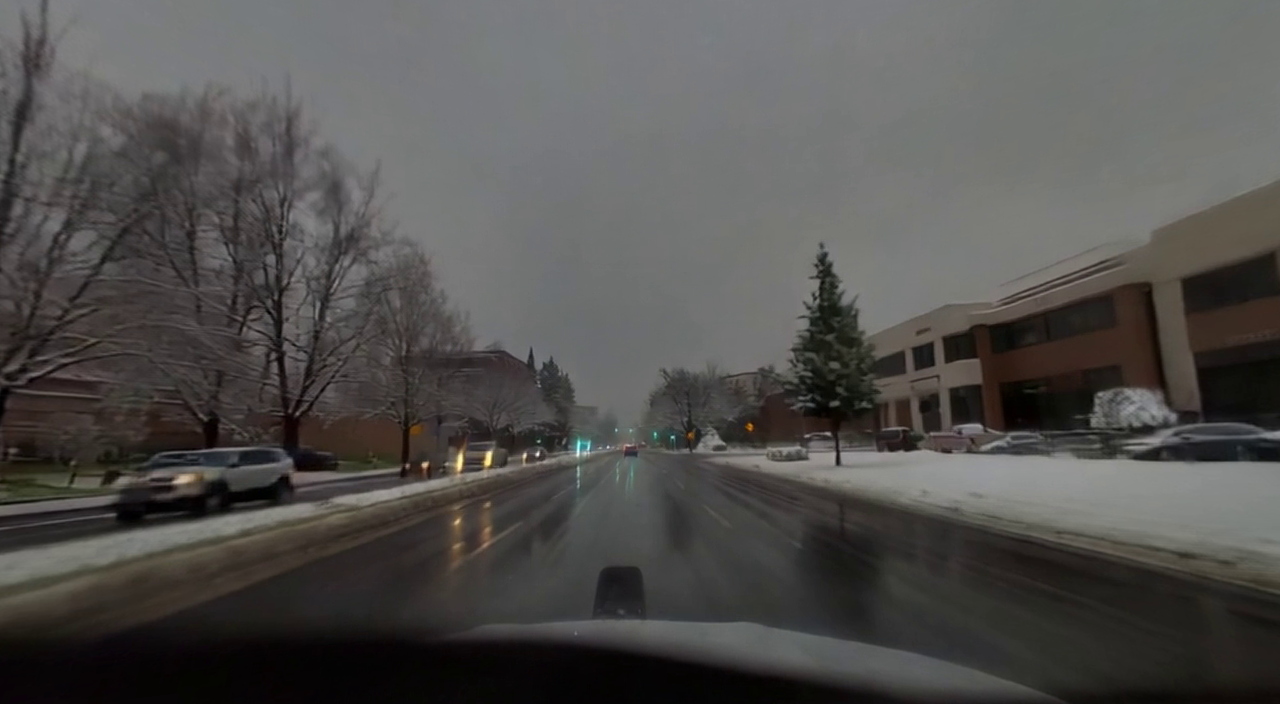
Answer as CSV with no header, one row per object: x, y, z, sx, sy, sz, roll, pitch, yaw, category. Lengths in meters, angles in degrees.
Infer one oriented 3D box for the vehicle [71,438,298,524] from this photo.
-10.510,2.974,15.160,2.025,1.704,4.523,0,-9,1,vehicle

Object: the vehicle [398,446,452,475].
-13.596,6.867,40.255,1.918,1.679,4.213,0,-9,1,vehicle

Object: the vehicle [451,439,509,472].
-10.280,6.683,41.125,2.197,1.961,5.695,-1,-9,1,vehicle
